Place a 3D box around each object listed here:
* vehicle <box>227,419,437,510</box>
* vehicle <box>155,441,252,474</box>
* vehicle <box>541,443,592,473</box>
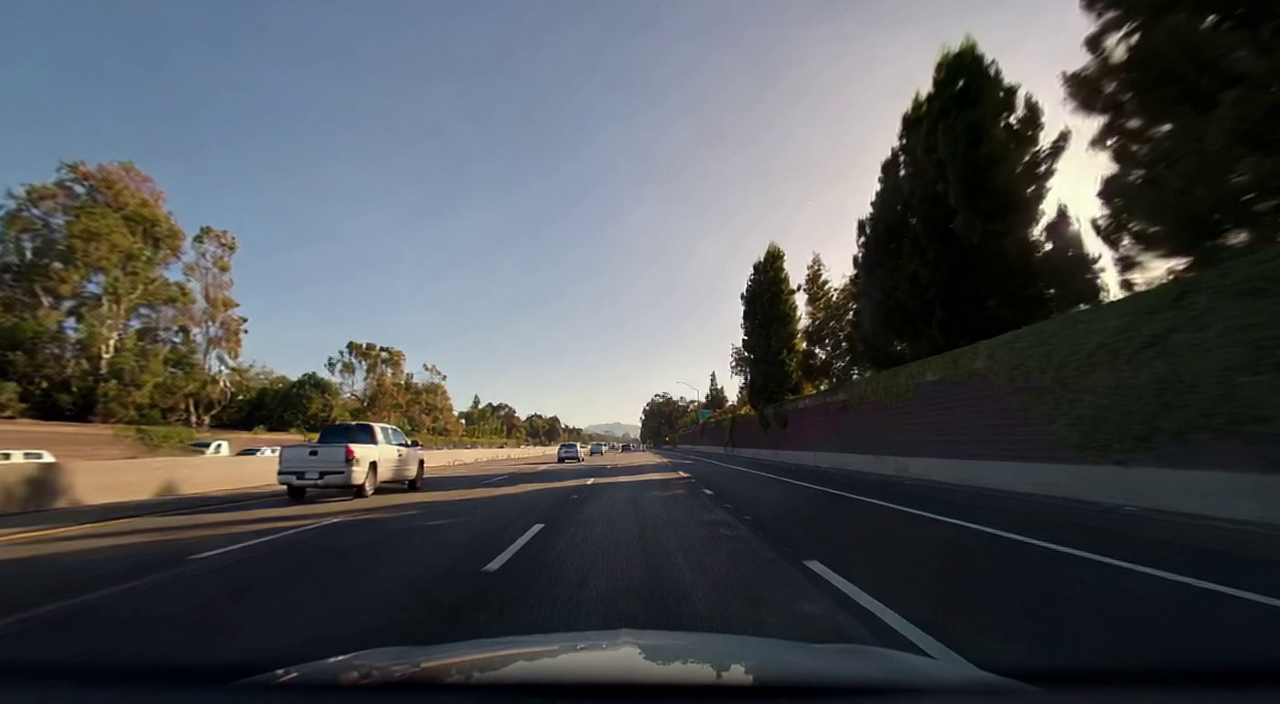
[{"bbox_3d":[-7.606,2.864,16.661,2.351,1.922,6.335,0,-8,0],"label":"vehicle"},{"bbox_3d":[-29.450,7.114,42.828,2.262,1.999,5.898,0,-8,1],"label":"vehicle"},{"bbox_3d":[-3.802,5.545,33.386,2.106,1.452,4.525,0,-8,0],"label":"vehicle"}]
